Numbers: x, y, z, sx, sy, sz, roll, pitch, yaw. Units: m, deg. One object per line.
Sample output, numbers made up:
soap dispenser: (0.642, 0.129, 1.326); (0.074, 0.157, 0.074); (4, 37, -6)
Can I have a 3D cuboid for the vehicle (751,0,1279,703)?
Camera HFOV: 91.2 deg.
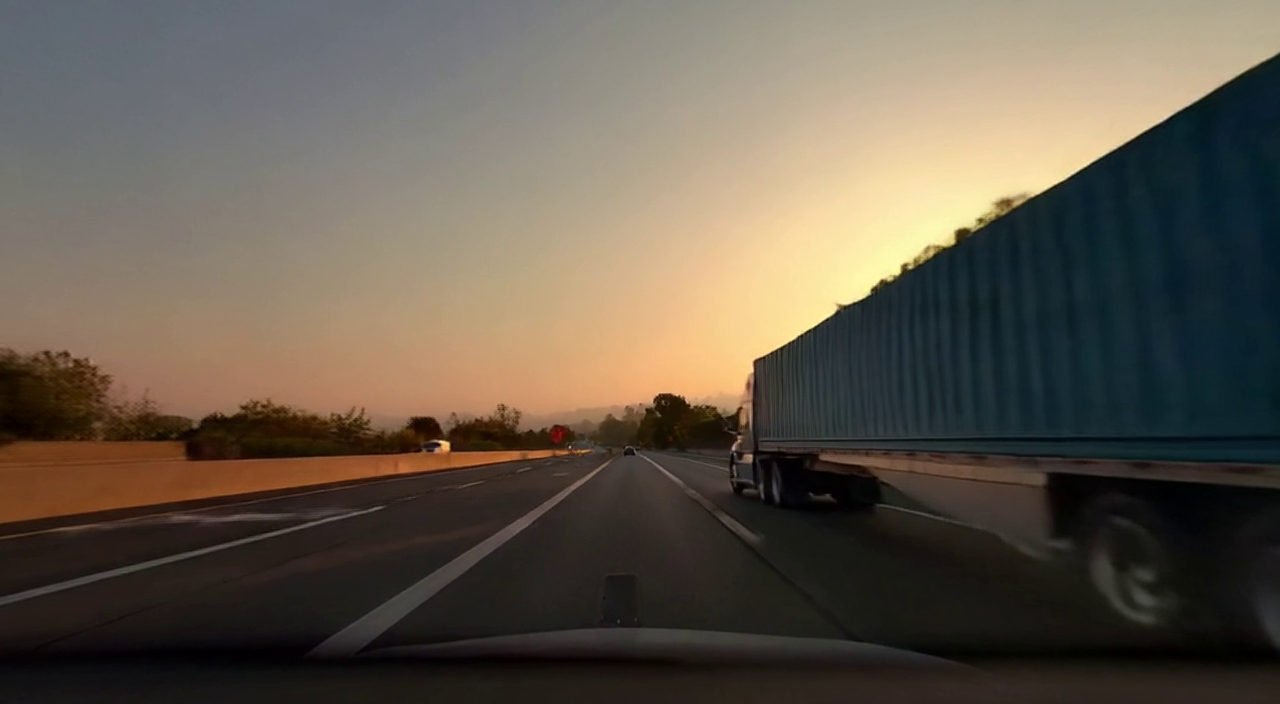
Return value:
vehicle: (4.064, 0.305, 7.075); (2.922, 3.905, 14.151); (0, -9, 0)
